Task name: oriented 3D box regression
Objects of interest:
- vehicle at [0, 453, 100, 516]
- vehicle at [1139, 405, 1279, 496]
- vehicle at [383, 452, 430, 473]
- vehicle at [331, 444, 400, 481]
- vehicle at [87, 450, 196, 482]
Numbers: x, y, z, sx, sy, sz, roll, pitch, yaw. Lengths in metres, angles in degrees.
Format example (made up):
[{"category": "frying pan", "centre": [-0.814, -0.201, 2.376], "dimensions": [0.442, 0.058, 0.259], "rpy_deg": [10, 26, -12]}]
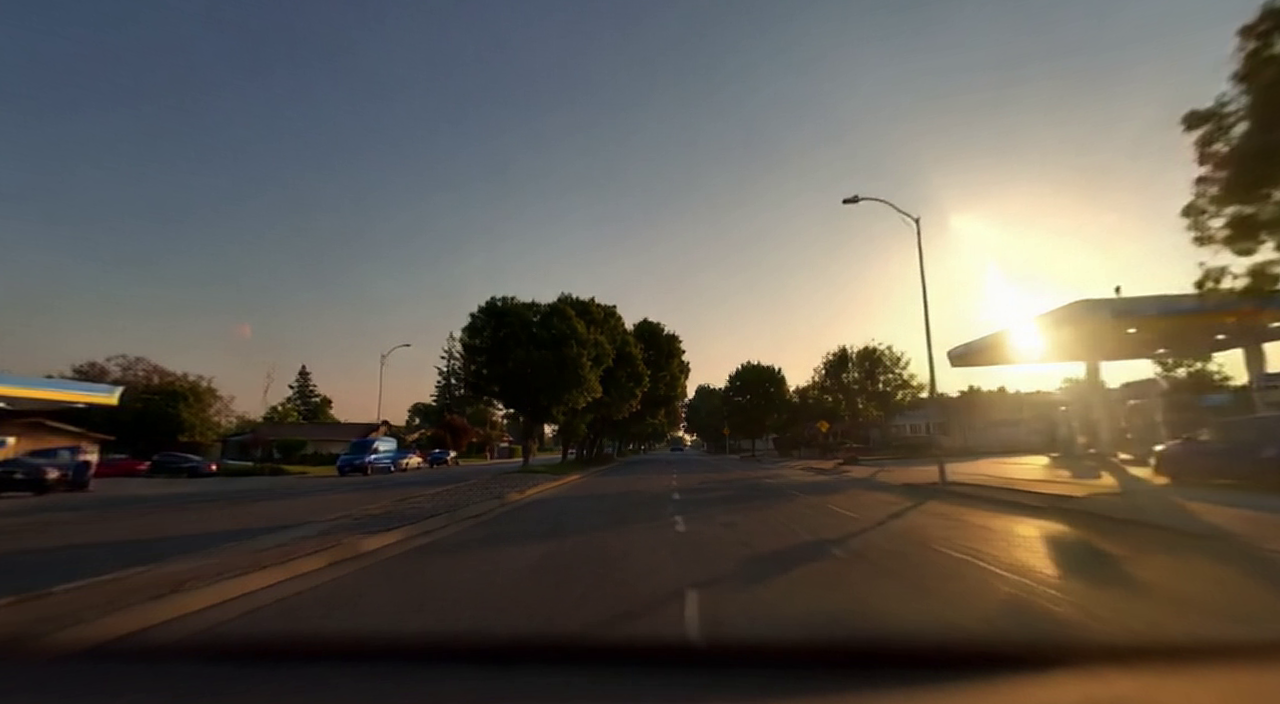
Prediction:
[{"category": "vehicle", "centre": [-19.548, 3.986, 19.149], "dimensions": [1.988, 1.785, 4.802], "rpy_deg": [-1, -9, 2]}, {"category": "vehicle", "centre": [14.453, 2.249, 14.500], "dimensions": [2.108, 1.877, 4.807], "rpy_deg": [-1, -9, 2]}, {"category": "vehicle", "centre": [-18.128, 8.598, 49.332], "dimensions": [1.829, 1.462, 4.463], "rpy_deg": [-1, -9, 2]}, {"category": "vehicle", "centre": [-18.541, 7.431, 42.959], "dimensions": [2.216, 2.161, 5.522], "rpy_deg": [-3, -8, 1]}, {"category": "vehicle", "centre": [-27.780, 6.341, 35.323], "dimensions": [4.336, 1.654, 2.062], "rpy_deg": [0, -9, 1]}]
